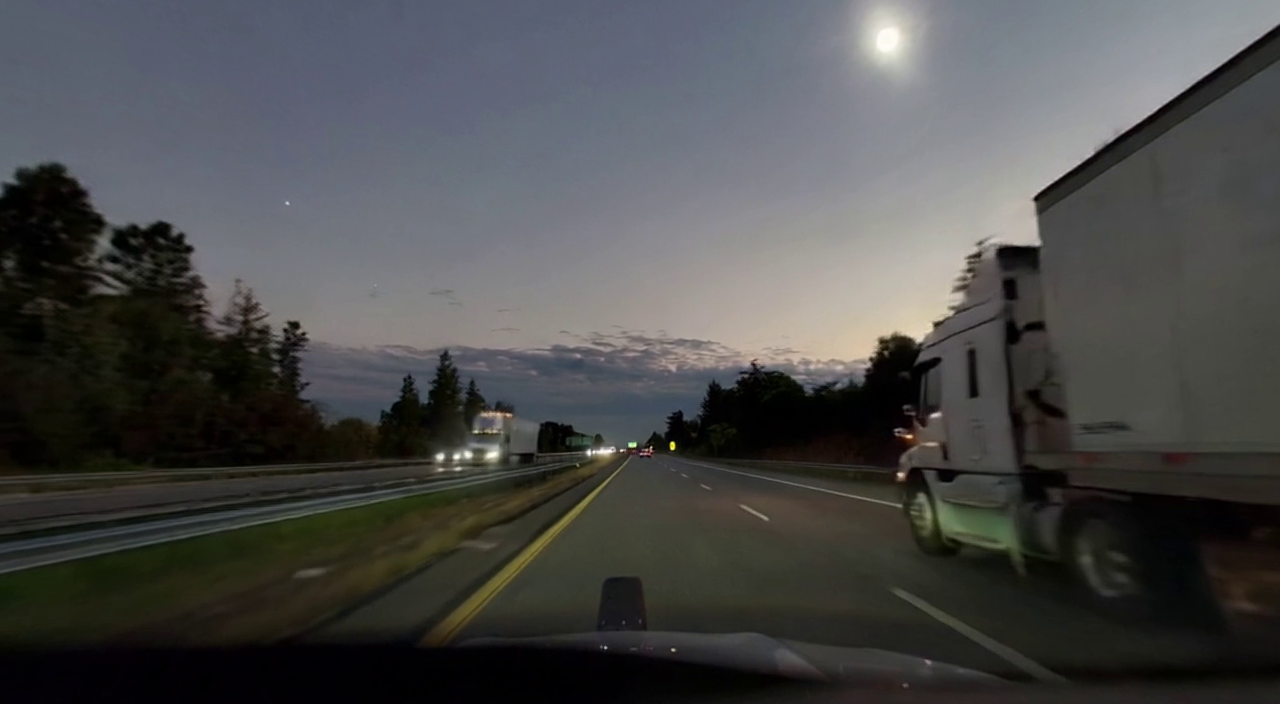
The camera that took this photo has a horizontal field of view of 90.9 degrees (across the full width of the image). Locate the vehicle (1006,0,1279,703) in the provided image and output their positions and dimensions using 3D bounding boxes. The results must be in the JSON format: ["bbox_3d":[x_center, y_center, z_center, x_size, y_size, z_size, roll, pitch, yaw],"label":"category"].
[{"bbox_3d":[3.889,-0.453,0.880,2.999,3.668,5.909,0,-9,0],"label":"vehicle"}]

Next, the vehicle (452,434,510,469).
[{"bbox_3d":[-8.989,5.710,36.139,2.018,1.875,5.039,0,-9,0],"label":"vehicle"}]
